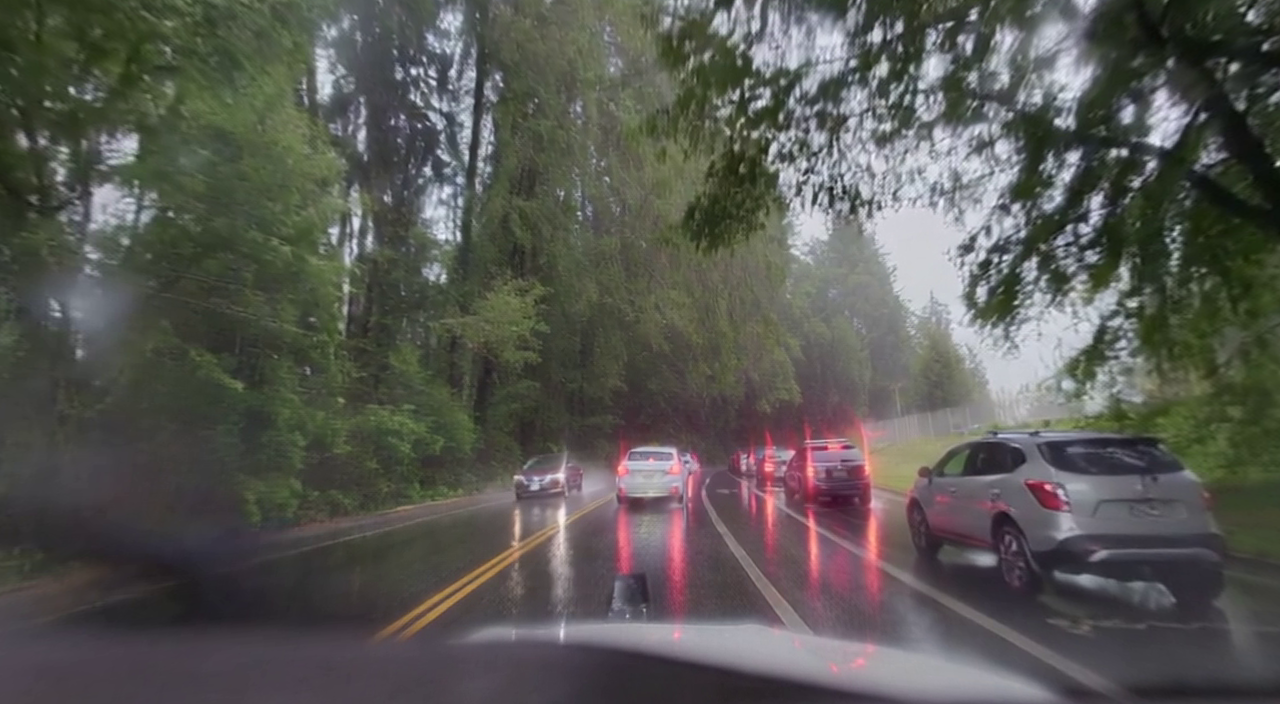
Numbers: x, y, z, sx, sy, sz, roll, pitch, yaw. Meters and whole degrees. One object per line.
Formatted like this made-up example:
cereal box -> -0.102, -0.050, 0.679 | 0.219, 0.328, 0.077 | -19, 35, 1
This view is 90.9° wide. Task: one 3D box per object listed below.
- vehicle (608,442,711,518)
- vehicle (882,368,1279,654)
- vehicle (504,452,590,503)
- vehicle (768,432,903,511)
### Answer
vehicle -> 0.468, 2.905, 14.868 | 2.078, 1.521, 4.058 | 0, -8, 2
vehicle -> 4.284, 1.339, 6.407 | 1.968, 1.783, 4.826 | 0, -8, 3
vehicle -> -3.167, 4.369, 22.384 | 2.087, 1.449, 4.575 | -3, -9, 4
vehicle -> 4.581, 2.861, 15.629 | 1.957, 1.629, 4.609 | 0, -8, 1
